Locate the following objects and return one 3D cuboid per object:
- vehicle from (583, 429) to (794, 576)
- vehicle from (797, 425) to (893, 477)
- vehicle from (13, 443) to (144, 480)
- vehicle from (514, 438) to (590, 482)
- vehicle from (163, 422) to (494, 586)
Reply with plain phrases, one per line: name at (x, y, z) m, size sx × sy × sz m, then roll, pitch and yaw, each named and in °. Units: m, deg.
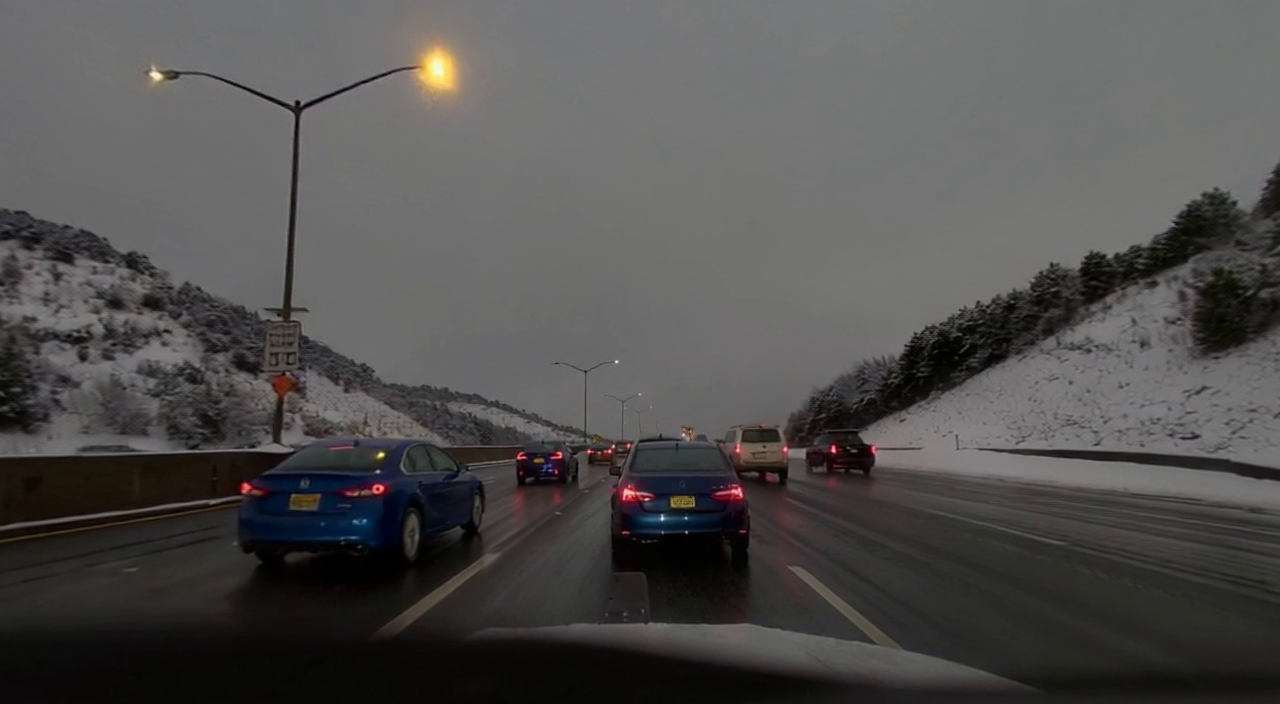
vehicle at (0.498, 1.781, 8.235) m, size 2.072 × 1.431 × 3.904 m, roll 0°, pitch -8°, yaw 1°
vehicle at (7.593, 3.714, 23.894) m, size 2.071 × 1.754 × 4.586 m, roll 0°, pitch -8°, yaw 0°
vehicle at (-24.812, 4.818, 28.136) m, size 1.800 × 1.498 × 4.371 m, roll 0°, pitch -8°, yaw 0°
vehicle at (-3.119, 3.933, 23.252) m, size 2.017 × 1.446 × 4.384 m, roll -1°, pitch -8°, yaw 2°
vehicle at (-3.434, 1.752, 8.144) m, size 2.033 × 1.513 × 4.333 m, roll 0°, pitch -8°, yaw 1°
